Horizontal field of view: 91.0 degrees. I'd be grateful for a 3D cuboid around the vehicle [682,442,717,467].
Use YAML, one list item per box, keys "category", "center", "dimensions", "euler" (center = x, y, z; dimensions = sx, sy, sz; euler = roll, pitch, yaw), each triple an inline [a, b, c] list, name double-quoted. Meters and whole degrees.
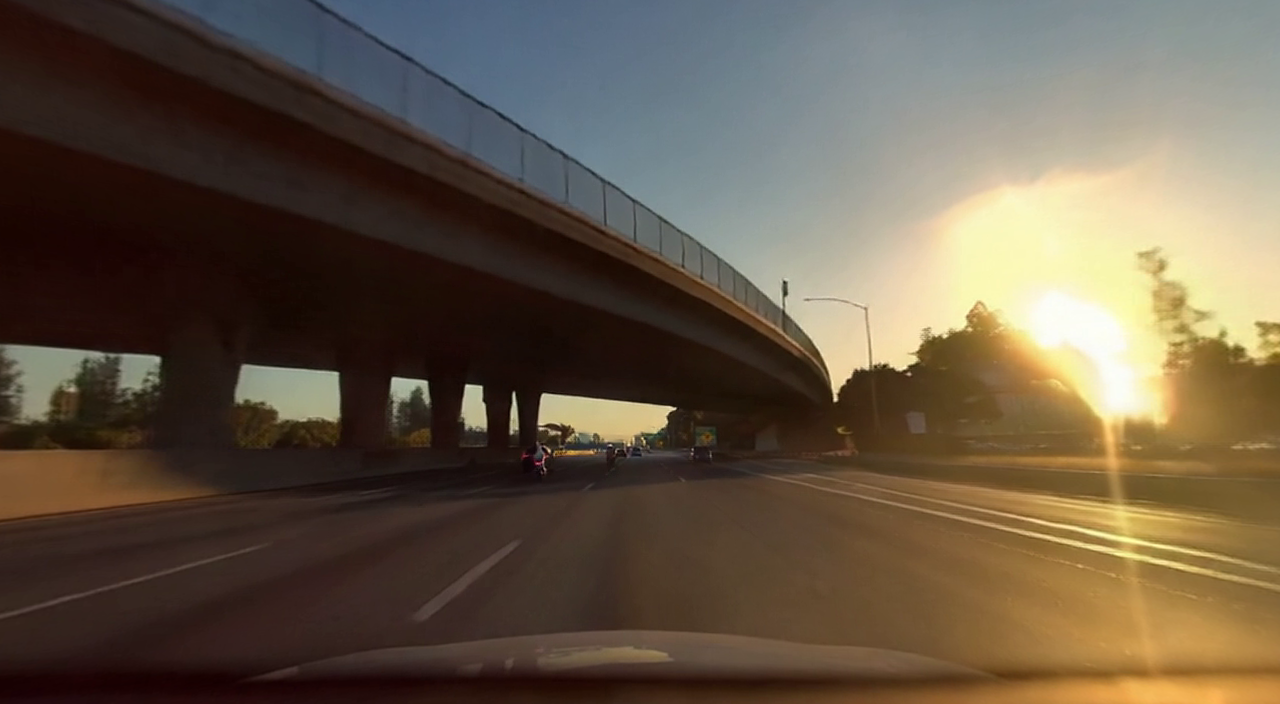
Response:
- category: "vehicle"
  center: [4.265, 7.457, 45.861]
  dimensions: [2.047, 1.662, 4.243]
  euler: [0, -9, -1]
